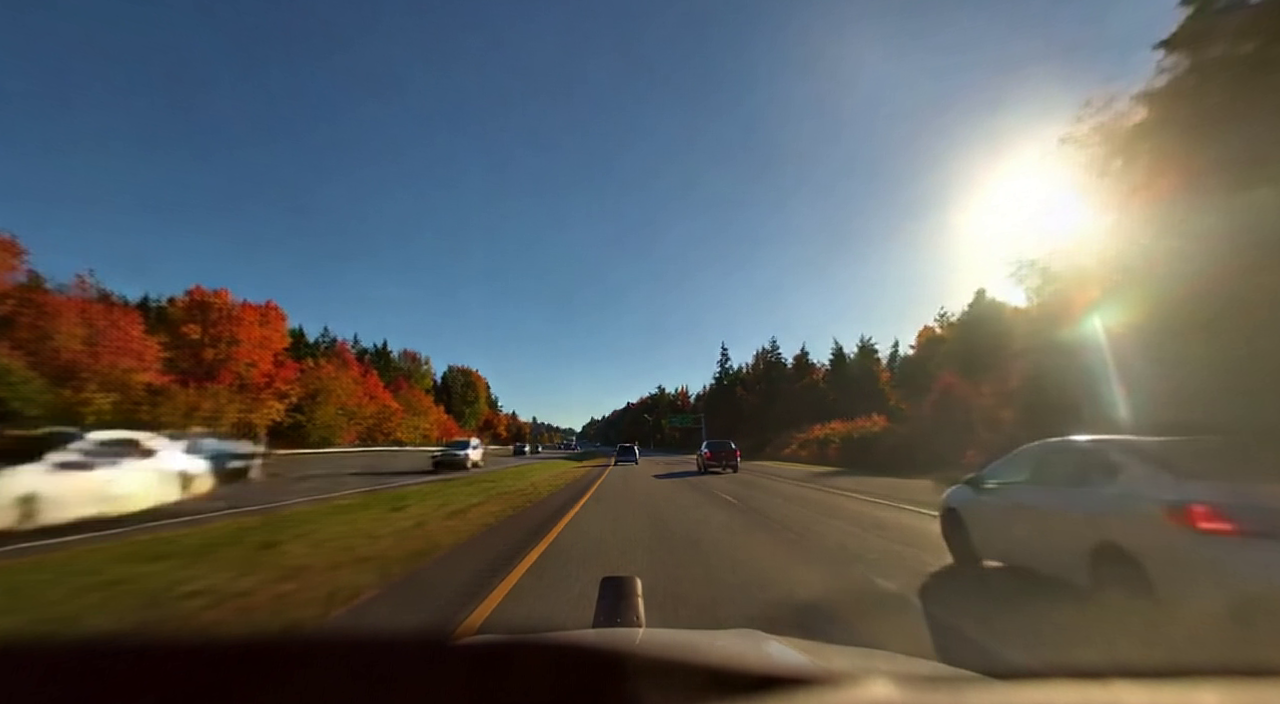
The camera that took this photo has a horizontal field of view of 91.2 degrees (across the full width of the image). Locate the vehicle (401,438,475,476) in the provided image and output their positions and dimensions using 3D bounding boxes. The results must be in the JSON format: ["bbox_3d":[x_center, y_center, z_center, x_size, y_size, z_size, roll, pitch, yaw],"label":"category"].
[{"bbox_3d":[-8.686,4.565,27.325,1.938,1.501,3.908,-1,-9,0],"label":"vehicle"}]

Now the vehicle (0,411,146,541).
[{"bbox_3d":[-8.314,1.463,7.366,1.840,1.487,3.872,0,-9,0],"label":"vehicle"}]

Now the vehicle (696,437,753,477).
[{"bbox_3d":[3.881,4.913,29.528,1.982,1.745,4.151,0,-9,-1],"label":"vehicle"}]

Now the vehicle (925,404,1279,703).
[{"bbox_3d":[4.116,1.281,4.808,1.968,1.513,3.911,0,-9,0],"label":"vehicle"}]

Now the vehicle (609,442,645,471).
[{"bbox_3d":[-0.810,6.675,40.150,2.151,1.693,4.201,0,-9,-1],"label":"vehicle"}]
